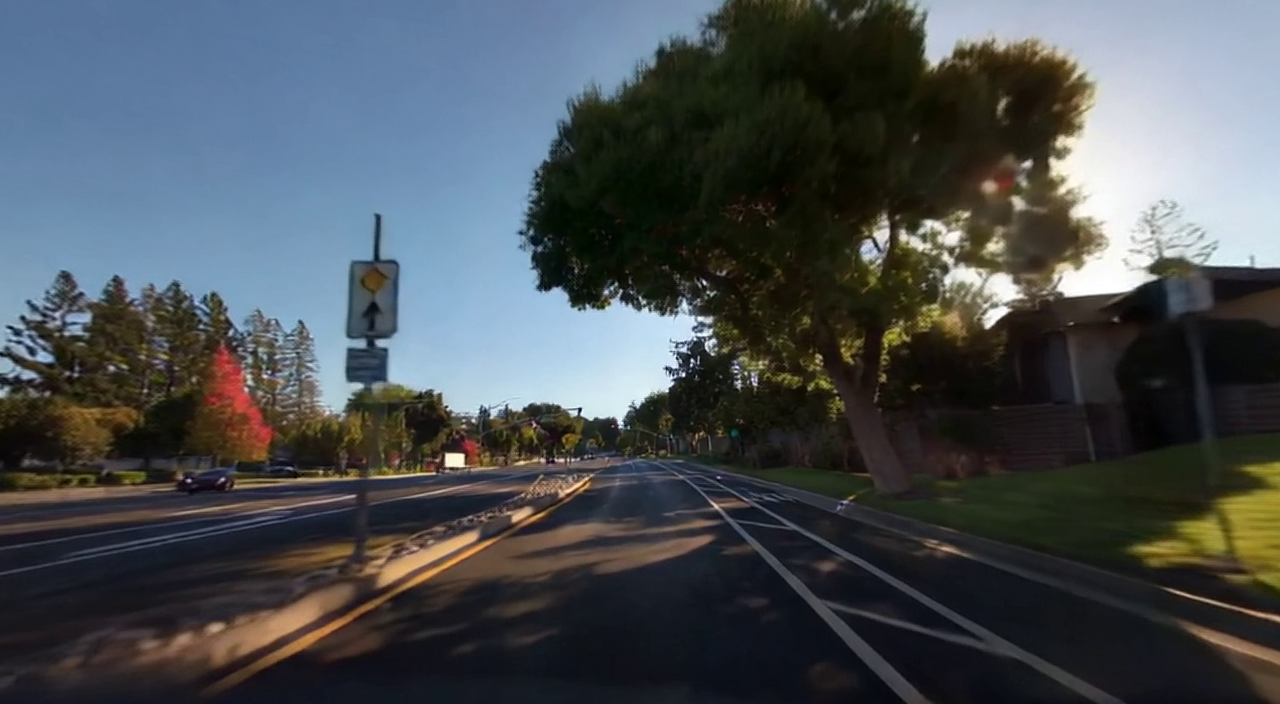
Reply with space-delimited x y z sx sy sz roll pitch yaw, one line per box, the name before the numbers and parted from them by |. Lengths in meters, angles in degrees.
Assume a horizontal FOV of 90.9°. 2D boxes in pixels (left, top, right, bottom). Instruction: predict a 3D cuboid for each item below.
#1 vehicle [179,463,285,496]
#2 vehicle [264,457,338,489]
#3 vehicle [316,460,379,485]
vehicle | -21.485 6.710 33.512 1.919 1.497 5.140 -1 -9 4
vehicle | -21.464 7.666 40.135 1.974 1.704 4.628 0 -8 2
vehicle | -21.259 8.768 46.114 1.954 1.575 5.225 -1 -8 2
